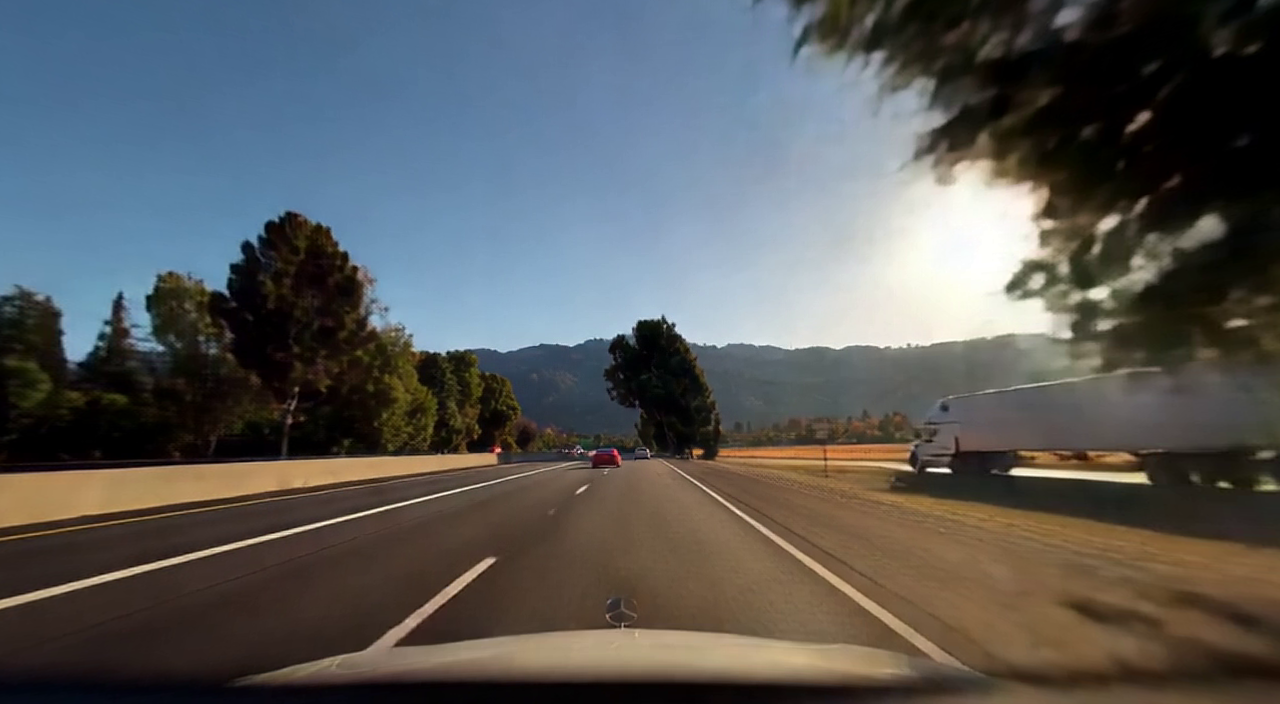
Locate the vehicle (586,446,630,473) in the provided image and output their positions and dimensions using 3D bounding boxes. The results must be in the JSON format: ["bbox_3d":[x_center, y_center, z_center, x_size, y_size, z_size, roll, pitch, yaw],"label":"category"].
[{"bbox_3d":[-1.748,6.110,36.149,2.170,1.451,4.584,0,-8,1],"label":"vehicle"}]

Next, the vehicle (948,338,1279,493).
[{"bbox_3d":[17.667,2.581,22.982,2.859,4.163,14.784,0,-9,-12],"label":"vehicle"}]
